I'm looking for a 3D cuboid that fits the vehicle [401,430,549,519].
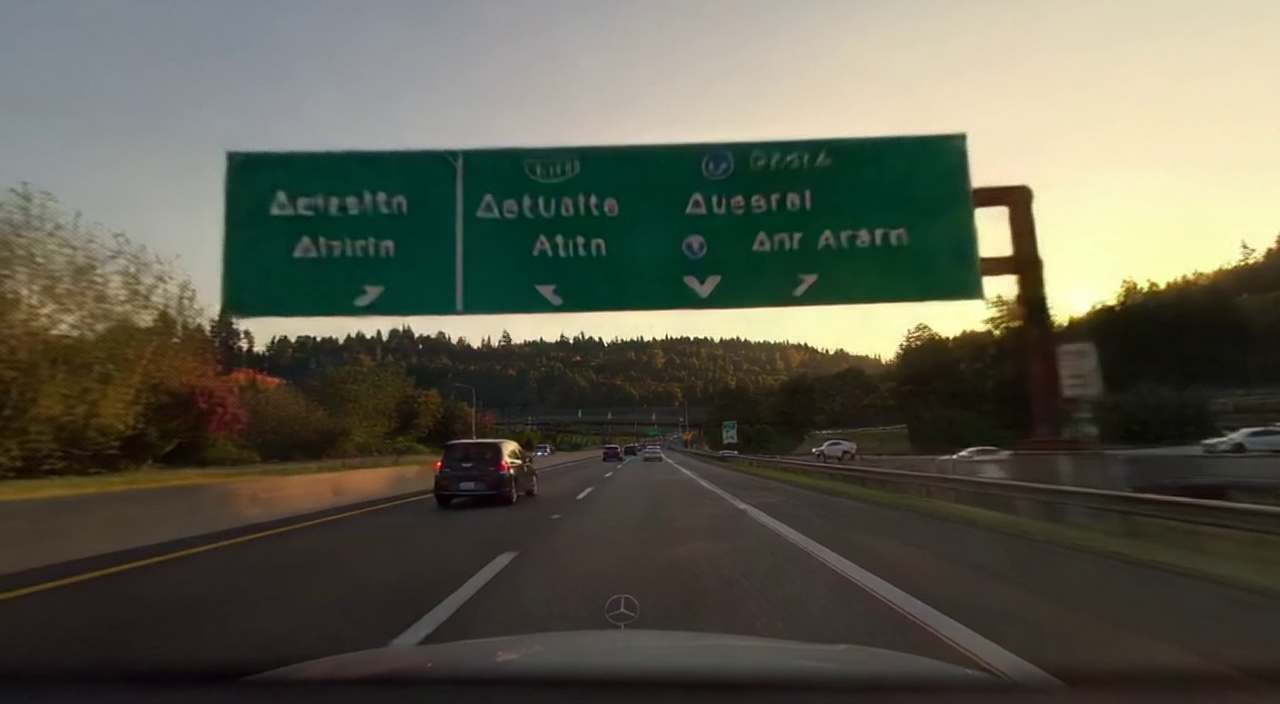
[{"bbox_3d":[-3.389,2.619,13.958,2.037,1.638,4.274,0,-9,1],"label":"vehicle"}]
